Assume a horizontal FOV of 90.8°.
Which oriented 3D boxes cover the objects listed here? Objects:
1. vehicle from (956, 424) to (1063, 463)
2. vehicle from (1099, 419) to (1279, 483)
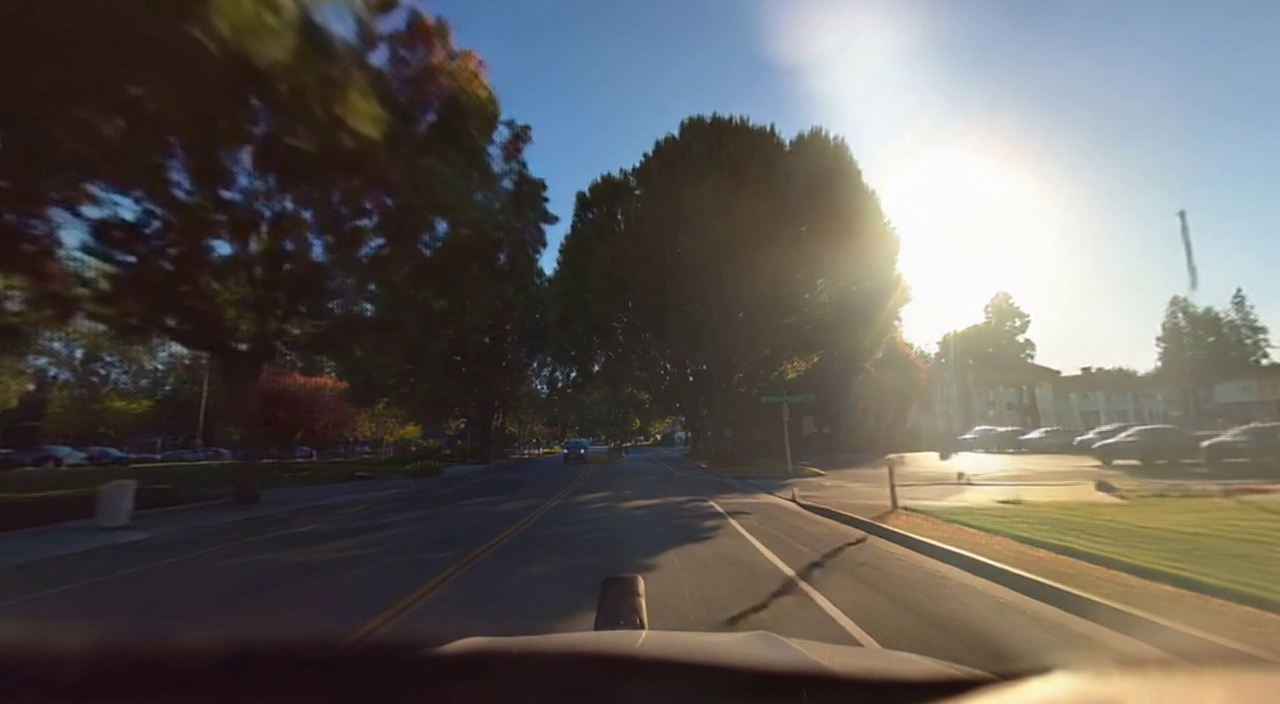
[{"bbox_3d":[20.860,5.183,35.831,4.593,1.776,2.094,-4,-8,0],"label":"vehicle"},{"bbox_3d":[15.270,2.657,17.045,4.134,1.580,1.952,-2,-8,14],"label":"vehicle"}]
